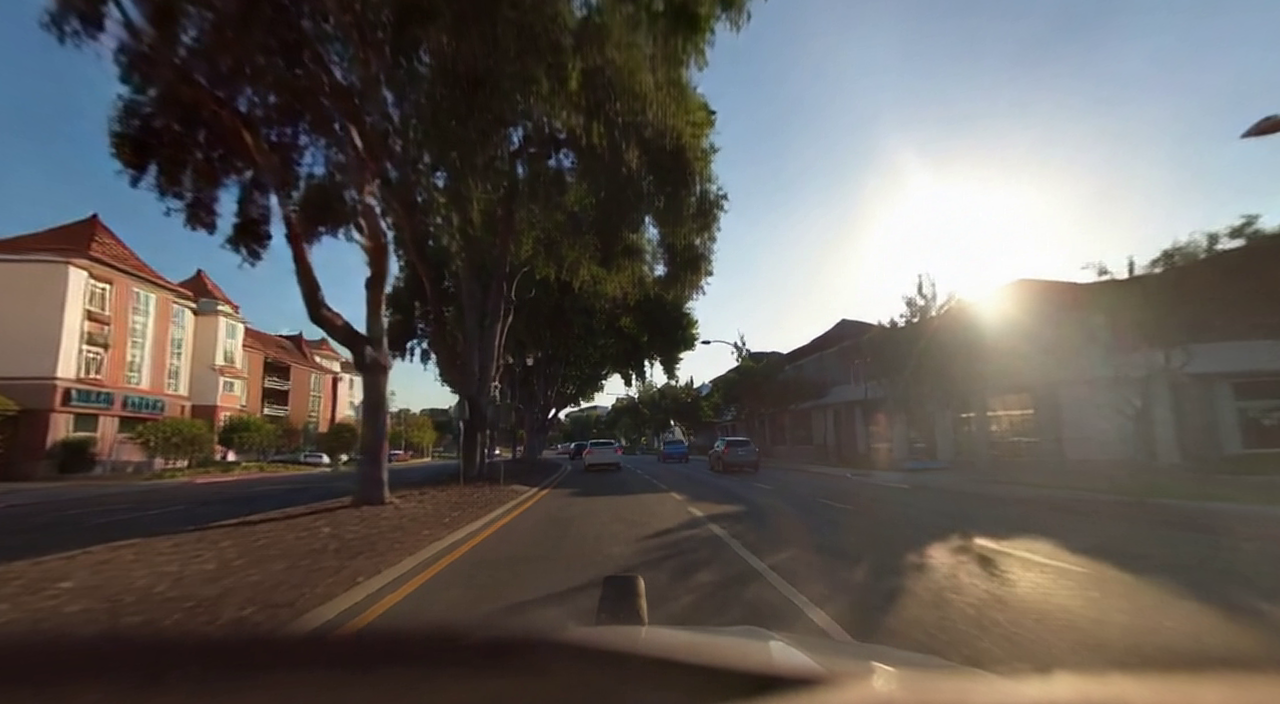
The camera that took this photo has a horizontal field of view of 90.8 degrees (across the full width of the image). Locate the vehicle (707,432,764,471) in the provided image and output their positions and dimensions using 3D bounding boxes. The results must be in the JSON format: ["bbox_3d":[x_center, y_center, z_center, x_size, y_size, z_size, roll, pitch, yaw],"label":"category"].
[{"bbox_3d":[5.182,5.496,35.074,2.052,1.990,4.736,0,-8,-5],"label":"vehicle"}]

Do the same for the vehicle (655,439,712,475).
[{"bbox_3d":[1.938,4.846,29.396,1.993,1.477,4.240,0,-8,-5],"label":"vehicle"}]

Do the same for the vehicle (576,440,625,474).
[{"bbox_3d":[-1.853,4.873,29.636,2.101,1.444,4.248,0,-8,-4],"label":"vehicle"}]
